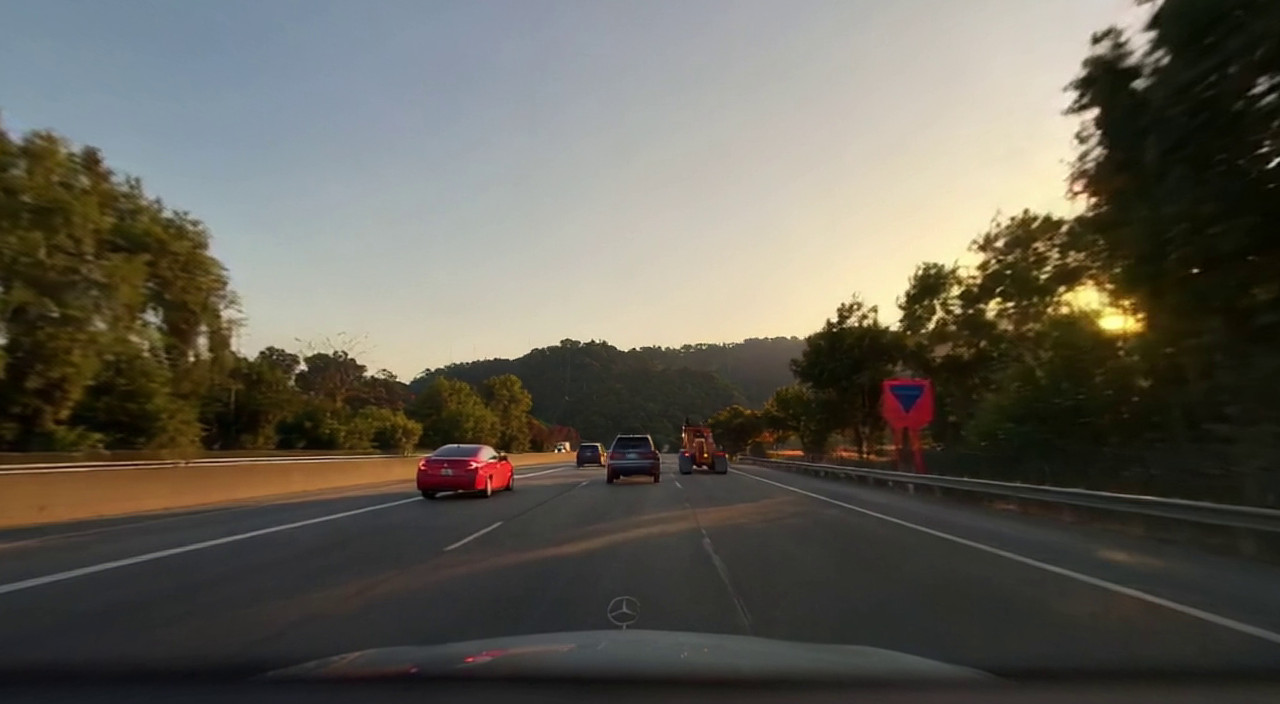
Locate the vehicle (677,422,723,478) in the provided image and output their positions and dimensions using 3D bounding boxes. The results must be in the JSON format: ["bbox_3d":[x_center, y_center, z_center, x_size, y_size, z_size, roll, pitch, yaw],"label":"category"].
[{"bbox_3d":[4.404,7.433,48.058,2.793,3.828,9.580,0,-8,2],"label":"vehicle"}]

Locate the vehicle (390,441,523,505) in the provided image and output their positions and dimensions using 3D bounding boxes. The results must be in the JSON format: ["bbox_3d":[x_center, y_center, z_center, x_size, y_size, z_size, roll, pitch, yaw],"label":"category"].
[{"bbox_3d":[-4.635,3.114,16.731,2.096,1.469,4.319,-1,-8,2],"label":"vehicle"}]

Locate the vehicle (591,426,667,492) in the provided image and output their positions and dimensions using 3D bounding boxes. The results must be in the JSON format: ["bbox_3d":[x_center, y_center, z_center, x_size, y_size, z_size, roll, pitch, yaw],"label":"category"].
[{"bbox_3d":[-0.255,3.593,21.522,2.308,1.993,4.631,0,-8,2],"label":"vehicle"}]
